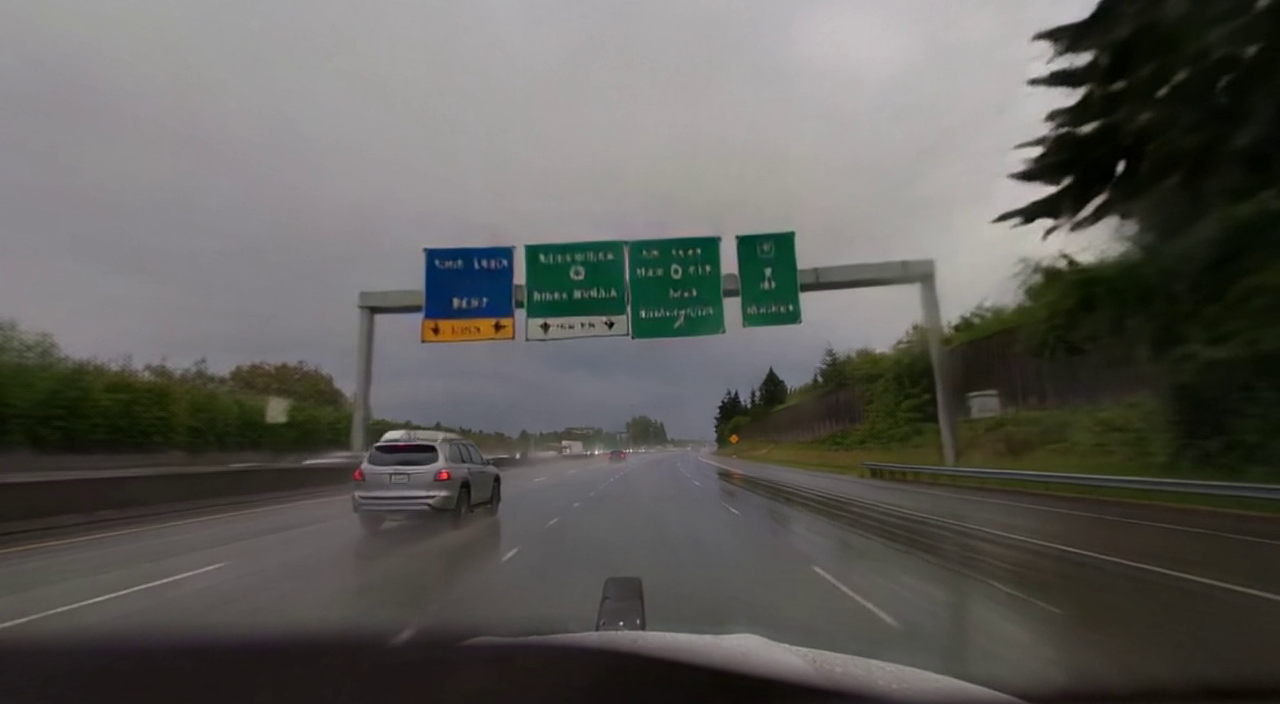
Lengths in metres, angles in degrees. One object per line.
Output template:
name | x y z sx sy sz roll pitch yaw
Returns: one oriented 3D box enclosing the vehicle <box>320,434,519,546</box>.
vehicle | -3.638 2.342 11.361 2.016 1.623 4.126 0 -9 1
